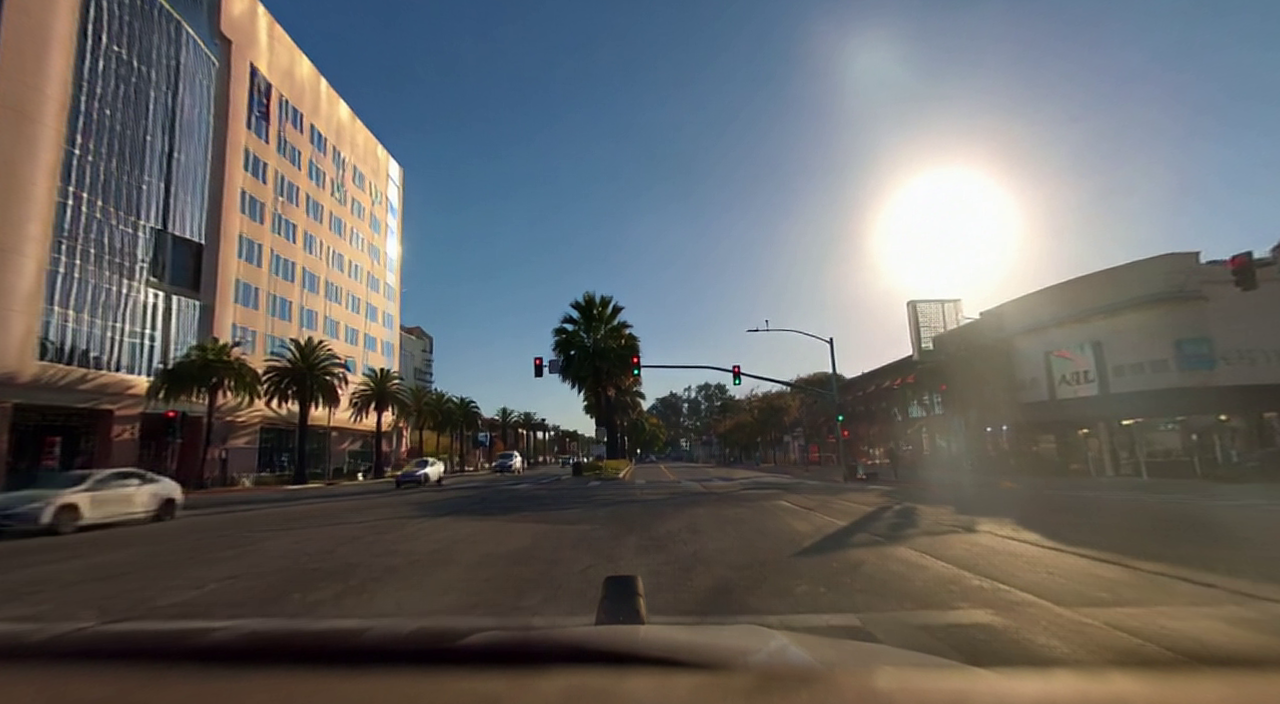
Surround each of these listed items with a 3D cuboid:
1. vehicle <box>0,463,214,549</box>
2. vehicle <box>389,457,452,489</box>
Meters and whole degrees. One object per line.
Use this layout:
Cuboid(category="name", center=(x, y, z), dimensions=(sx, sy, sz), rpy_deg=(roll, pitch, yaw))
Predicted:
Cuboid(category="vehicle", center=(-12.575, 3.364, 14.504), dimensions=(2.145, 1.504, 4.857), rpy_deg=(-1, -9, 1))
Cuboid(category="vehicle", center=(-12.625, 6.968, 36.646), dimensions=(2.038, 1.624, 4.292), rpy_deg=(-1, -9, 1))
